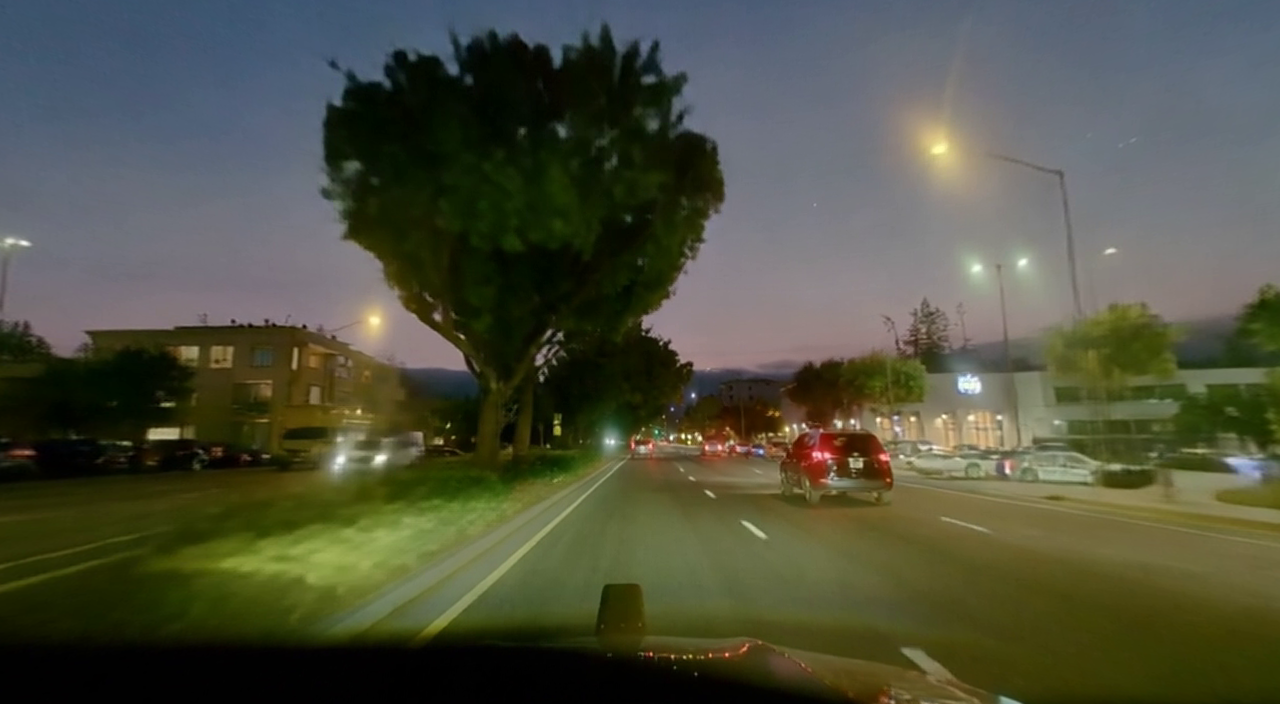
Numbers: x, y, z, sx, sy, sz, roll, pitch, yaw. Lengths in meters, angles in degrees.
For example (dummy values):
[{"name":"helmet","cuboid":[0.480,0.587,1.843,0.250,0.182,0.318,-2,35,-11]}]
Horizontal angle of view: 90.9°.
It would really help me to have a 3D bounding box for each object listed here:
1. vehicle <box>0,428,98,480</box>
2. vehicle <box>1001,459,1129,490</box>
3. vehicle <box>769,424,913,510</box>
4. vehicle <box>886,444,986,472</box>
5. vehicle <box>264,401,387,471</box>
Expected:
[{"name":"vehicle","cuboid":[-26.231,4.292,26.262,5.253,1.972,2.217,-3,-9,1]},{"name":"vehicle","cuboid":[20.261,5.831,30.200,4.671,1.349,1.976,0,-8,-1]},{"name":"vehicle","cuboid":[4.351,2.545,14.362,2.072,1.669,3.836,0,-8,1]},{"name":"vehicle","cuboid":[17.295,6.180,37.056,1.924,1.561,4.849,8,-11,-42]},{"name":"vehicle","cuboid":[-18.760,5.156,38.475,3.086,3.767,8.298,0,-8,0]}]
